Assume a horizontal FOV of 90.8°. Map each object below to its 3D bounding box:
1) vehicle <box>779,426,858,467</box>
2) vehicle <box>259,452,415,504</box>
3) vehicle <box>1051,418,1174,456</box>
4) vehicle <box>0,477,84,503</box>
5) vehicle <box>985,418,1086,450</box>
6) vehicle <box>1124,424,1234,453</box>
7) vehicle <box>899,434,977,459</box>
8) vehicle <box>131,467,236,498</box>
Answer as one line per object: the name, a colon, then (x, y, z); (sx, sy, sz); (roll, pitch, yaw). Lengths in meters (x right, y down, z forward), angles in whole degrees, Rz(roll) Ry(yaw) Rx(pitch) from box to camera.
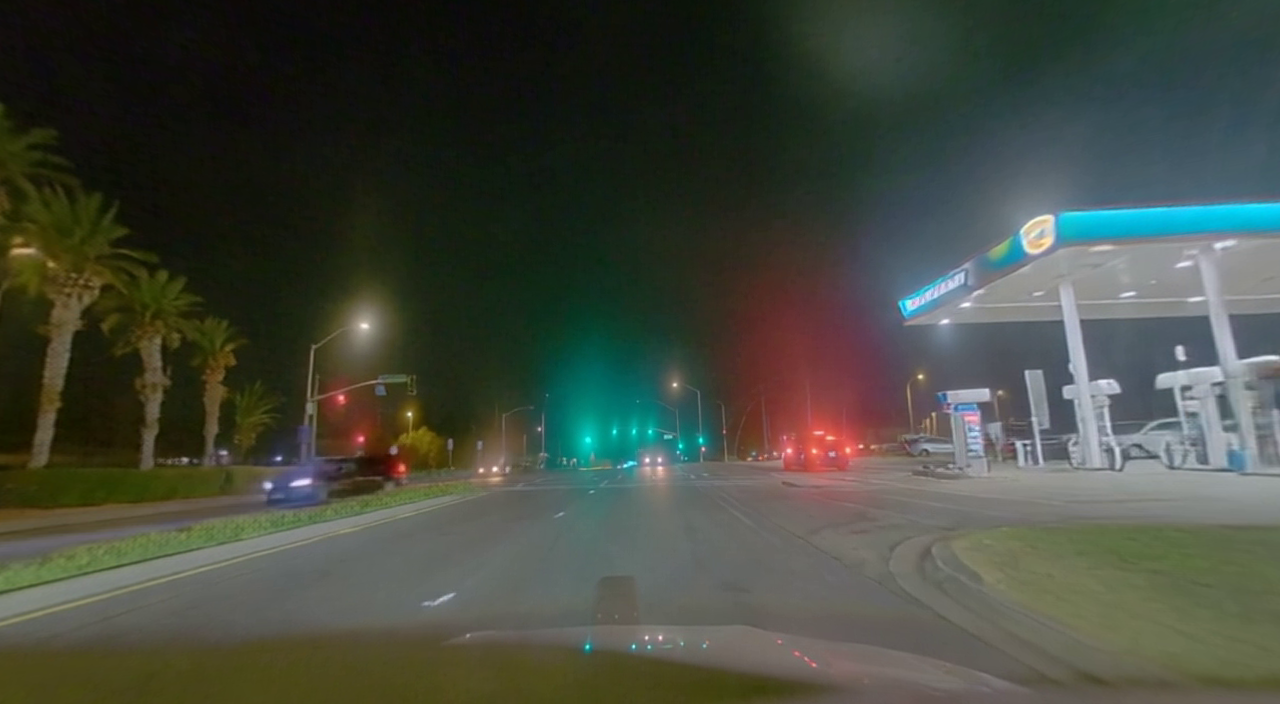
vehicle: (13.320, 7.222, 48.331); (2.944, 2.783, 10.332); (0, -9, -1)
vehicle: (-10.002, 4.145, 21.369); (1.920, 1.496, 4.763); (-3, -9, 19)
vehicle: (30.334, 5.498, 40.696); (6.052, 2.171, 2.511); (-1, -8, -7)
vehicle: (-37.828, 8.612, 39.473); (4.182, 1.452, 1.954); (0, -9, -1)
vehicle: (28.941, 6.060, 46.417); (5.625, 2.303, 2.592); (0, -9, 2)
vehicle: (30.360, 4.902, 35.681); (4.286, 1.519, 2.070); (-1, -9, -3)
vehicle: (21.635, 6.859, 45.954); (4.578, 1.756, 2.042); (1, -9, -5)
vehicle: (-25.603, 7.319, 35.528); (4.407, 1.565, 1.861); (0, -9, 2)
